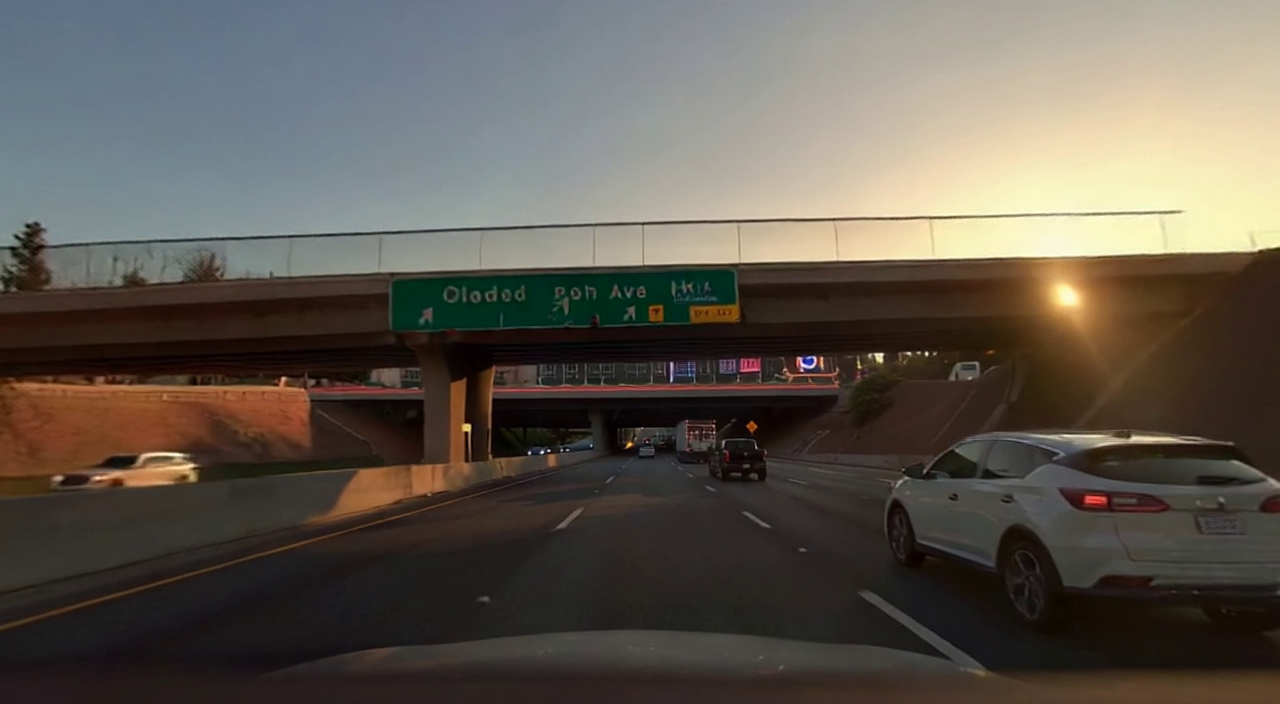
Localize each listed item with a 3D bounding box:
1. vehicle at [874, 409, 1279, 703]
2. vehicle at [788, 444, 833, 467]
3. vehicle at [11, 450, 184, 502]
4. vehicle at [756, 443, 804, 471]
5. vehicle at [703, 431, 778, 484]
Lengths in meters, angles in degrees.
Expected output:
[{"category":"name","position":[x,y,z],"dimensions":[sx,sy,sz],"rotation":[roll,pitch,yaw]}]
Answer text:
[{"category":"vehicle","position":[3.606,1.308,4.874],"dimensions":[1.902,1.481,4.451],"rotation":[0,-8,0]},{"category":"vehicle","position":[11.699,7.110,43.544],"dimensions":[1.926,1.451,3.936],"rotation":[0,-8,0]},{"category":"vehicle","position":[-22.800,5.183,26.969],"dimensions":[2.242,1.896,5.776],"rotation":[0,-8,1]},{"category":"vehicle","position":[7.665,5.771,34.839],"dimensions":[1.828,1.472,3.805],"rotation":[0,-8,0]},{"category":"vehicle","position":[3.829,4.124,24.950],"dimensions":[2.086,1.858,4.737],"rotation":[0,-8,-1]}]
